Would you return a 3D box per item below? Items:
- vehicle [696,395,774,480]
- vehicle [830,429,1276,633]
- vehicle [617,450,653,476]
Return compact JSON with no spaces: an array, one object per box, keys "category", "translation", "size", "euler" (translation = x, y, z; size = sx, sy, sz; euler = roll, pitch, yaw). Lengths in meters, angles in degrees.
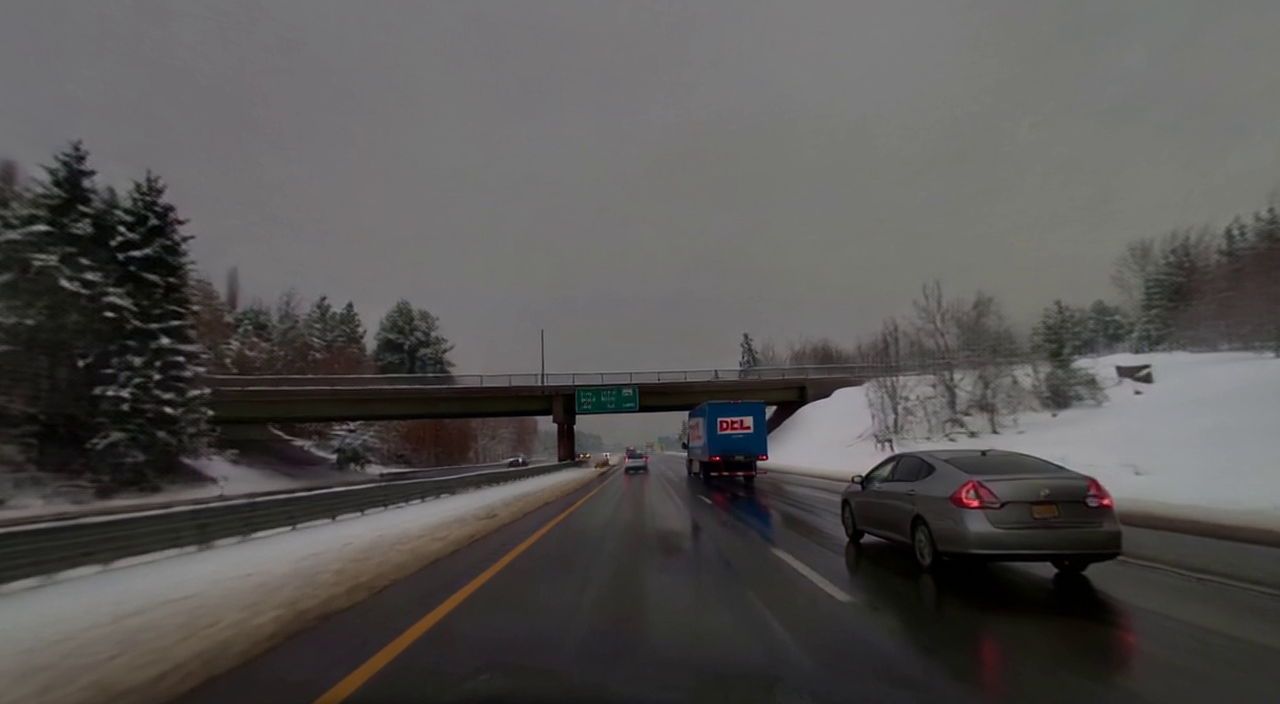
[{"category":"vehicle","translation":[4.883,4.659,33.977],"size":[2.838,3.985,8.010],"euler":[0,-9,0]},{"category":"vehicle","translation":[3.638,1.627,6.714],"size":[1.894,1.452,4.164],"euler":[0,-9,0]},{"category":"vehicle","translation":[-0.262,6.661,37.980],"size":[2.055,1.445,3.661],"euler":[0,-9,0]}]
